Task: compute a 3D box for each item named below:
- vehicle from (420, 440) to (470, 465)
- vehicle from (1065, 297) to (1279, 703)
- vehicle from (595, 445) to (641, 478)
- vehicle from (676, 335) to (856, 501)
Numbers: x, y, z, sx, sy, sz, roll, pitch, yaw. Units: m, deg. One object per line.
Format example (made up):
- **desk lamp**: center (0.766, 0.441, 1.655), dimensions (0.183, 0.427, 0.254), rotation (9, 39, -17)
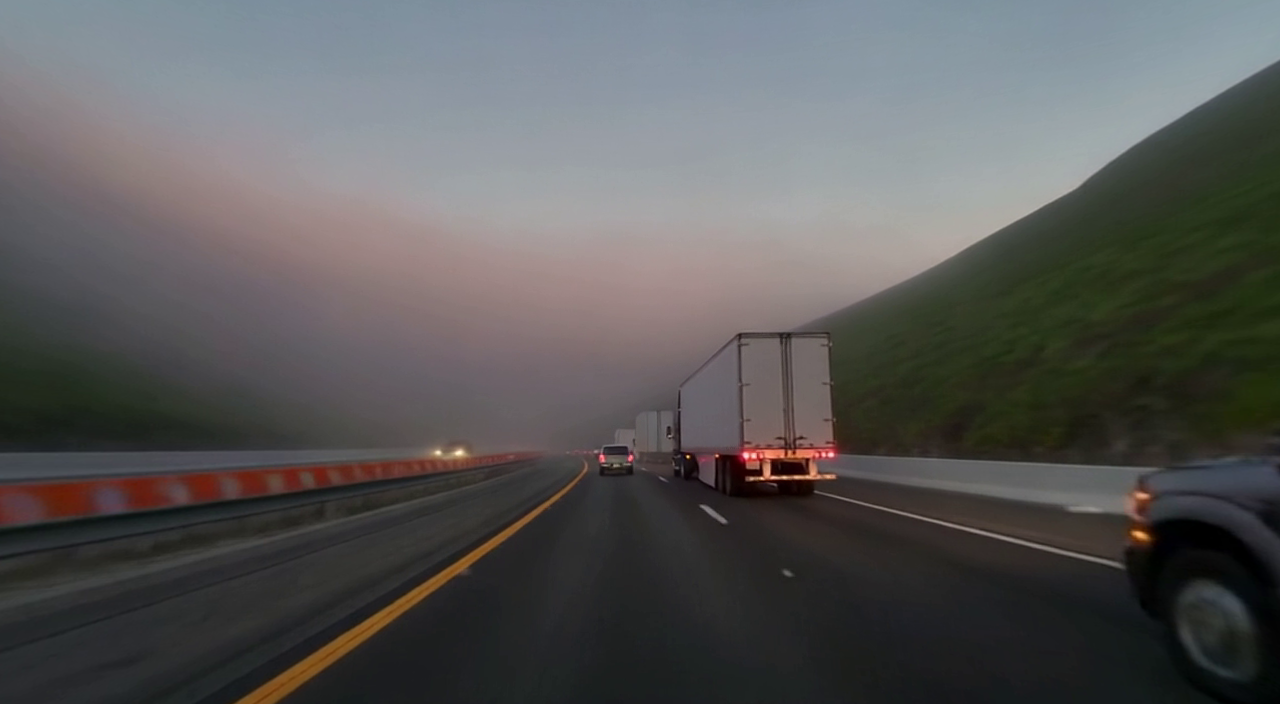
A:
- **vehicle**: center (-12.065, 6.246, 39.297), dimensions (1.882, 1.490, 4.346), rotation (0, -9, -2)
- **vehicle**: center (3.870, 0.543, 1.476), dimensions (2.034, 1.968, 5.221), rotation (0, -9, 0)
- **vehicle**: center (-1.050, 5.134, 29.717), dimensions (2.029, 1.437, 3.794), rotation (0, -9, -3)
- **vehicle**: center (3.499, 2.730, 22.849), dimensions (2.911, 4.099, 14.578), rotation (0, -9, -3)
